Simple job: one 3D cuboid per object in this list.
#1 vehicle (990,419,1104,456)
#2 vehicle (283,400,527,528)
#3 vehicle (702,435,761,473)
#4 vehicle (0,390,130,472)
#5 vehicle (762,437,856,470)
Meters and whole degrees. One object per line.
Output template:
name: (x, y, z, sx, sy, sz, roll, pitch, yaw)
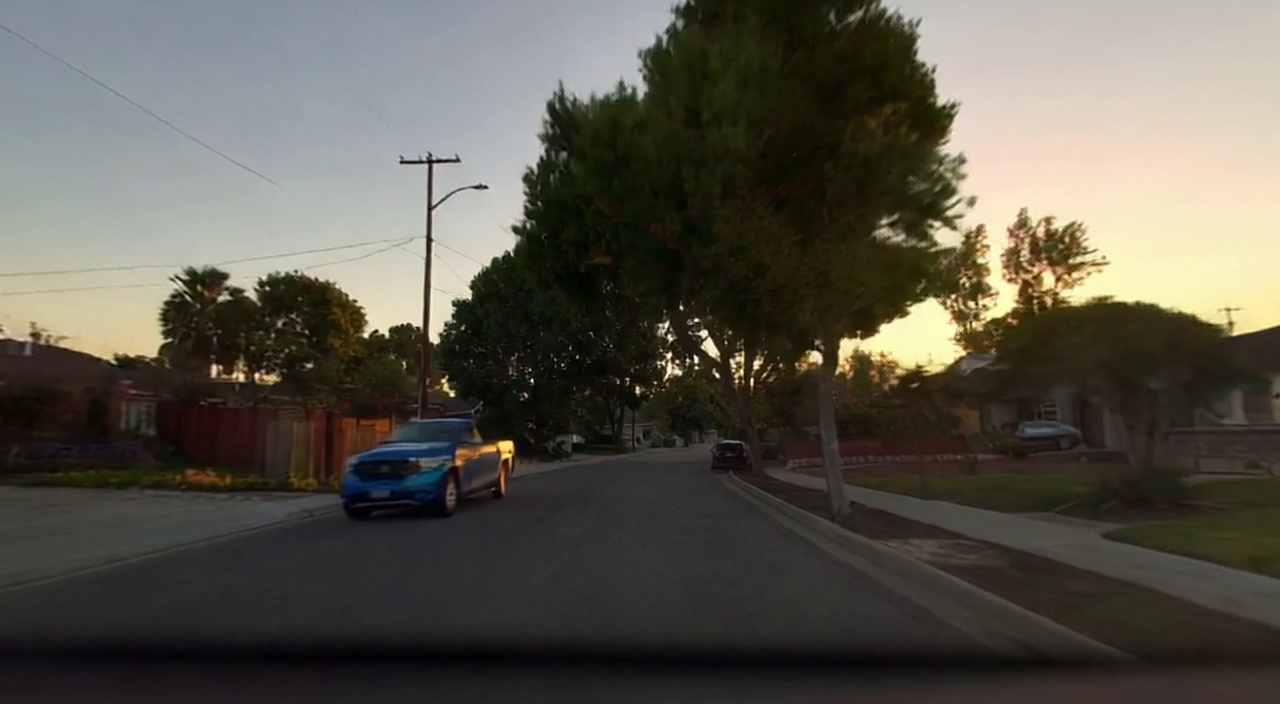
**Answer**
vehicle: (18.566, 3.921, 29.023, 3.903, 1.592, 1.921, -1, -7, 14)
vehicle: (-4.337, 2.285, 13.504, 2.274, 2.008, 6.986, 0, -9, 2)
vehicle: (4.261, 4.845, 30.167, 2.051, 1.676, 4.497, 0, -9, -1)
vehicle: (-21.111, 2.798, 22.341, 4.119, 2.697, 2.226, -1, -7, 2)
vehicle: (8.319, 4.994, 31.361, 4.057, 1.483, 1.828, 0, -7, -4)
